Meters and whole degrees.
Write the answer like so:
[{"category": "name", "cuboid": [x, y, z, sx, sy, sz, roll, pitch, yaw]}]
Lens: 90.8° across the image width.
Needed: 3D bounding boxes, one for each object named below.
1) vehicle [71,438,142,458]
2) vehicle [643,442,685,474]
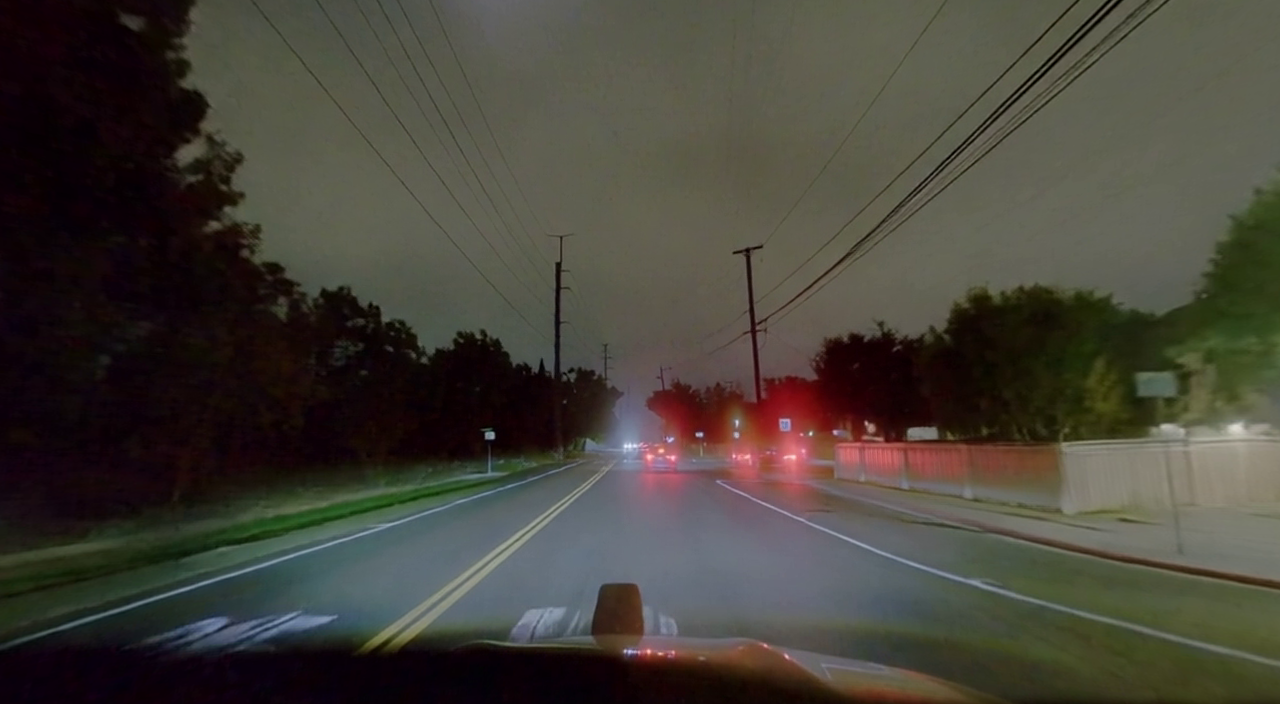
[{"category": "vehicle", "cuboid": [-40.352, 7.256, 47.817, 3.825, 1.441, 1.672, 0, -8, 1]}, {"category": "vehicle", "cuboid": [1.126, 5.221, 31.294, 1.975, 1.497, 3.647, 0, -9, 0]}]
